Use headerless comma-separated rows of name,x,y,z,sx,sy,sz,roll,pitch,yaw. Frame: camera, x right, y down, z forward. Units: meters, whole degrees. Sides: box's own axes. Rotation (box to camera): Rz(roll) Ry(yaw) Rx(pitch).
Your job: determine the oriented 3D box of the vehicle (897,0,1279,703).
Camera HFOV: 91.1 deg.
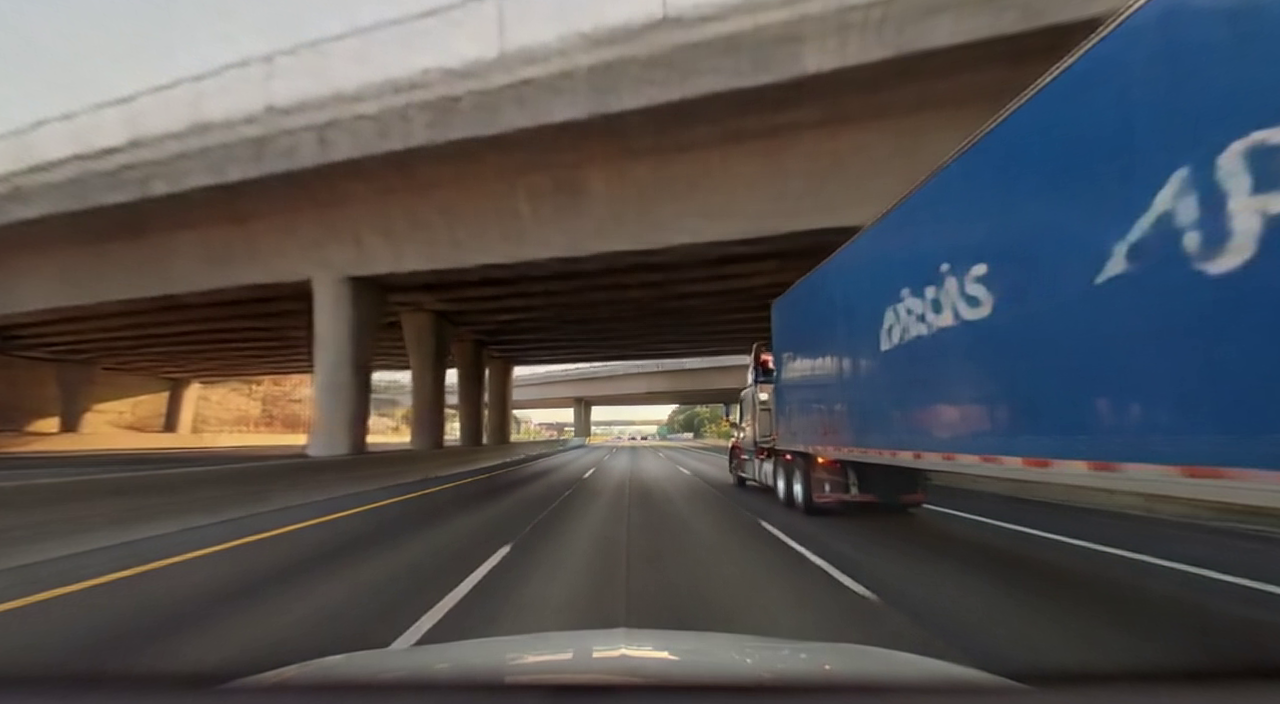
vehicle,4.394,-0.373,2.354,2.880,3.986,9.103,0,-8,0
